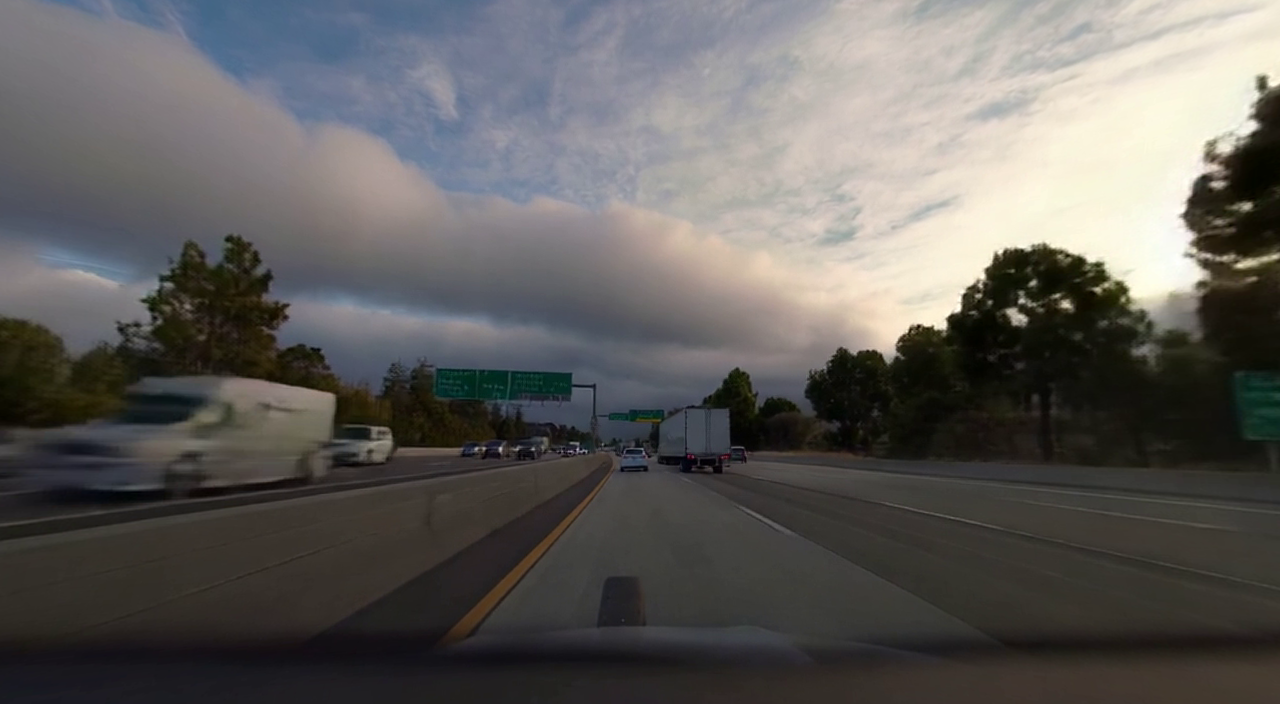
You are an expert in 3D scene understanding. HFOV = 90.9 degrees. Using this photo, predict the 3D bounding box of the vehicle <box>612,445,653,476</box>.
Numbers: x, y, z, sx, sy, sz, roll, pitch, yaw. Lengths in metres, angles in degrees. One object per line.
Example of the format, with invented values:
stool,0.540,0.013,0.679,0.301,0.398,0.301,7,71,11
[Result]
vehicle,-0.427,5.949,34.685,2.111,1.599,3.859,0,-9,-2

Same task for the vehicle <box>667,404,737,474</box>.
vehicle,3.830,5.967,42.504,2.931,4.009,12.800,0,-9,-2

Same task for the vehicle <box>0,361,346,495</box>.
vehicle,-7.339,1.381,10.757,2.099,1.725,5.303,0,-9,0

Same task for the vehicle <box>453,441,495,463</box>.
vehicle,-12.162,7.357,46.482,1.867,1.499,4.538,0,-9,-1

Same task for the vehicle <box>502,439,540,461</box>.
vehicle,-8.194,6.837,43.867,1.877,1.481,4.062,0,-9,0
